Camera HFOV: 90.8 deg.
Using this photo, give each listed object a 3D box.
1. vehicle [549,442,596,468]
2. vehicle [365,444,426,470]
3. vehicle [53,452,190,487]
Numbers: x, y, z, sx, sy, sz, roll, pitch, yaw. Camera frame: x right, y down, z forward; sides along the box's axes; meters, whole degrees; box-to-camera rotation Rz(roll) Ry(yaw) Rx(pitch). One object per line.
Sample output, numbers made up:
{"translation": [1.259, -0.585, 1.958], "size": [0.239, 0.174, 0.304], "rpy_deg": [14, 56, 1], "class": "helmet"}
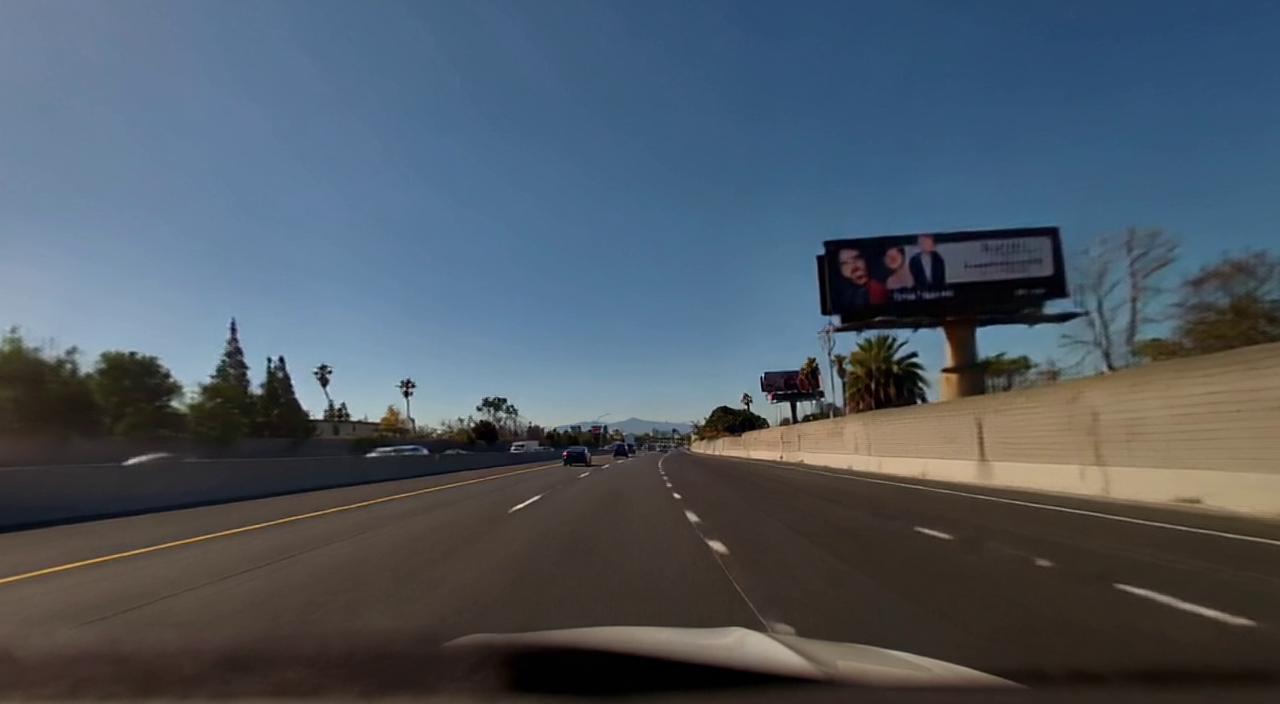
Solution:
{"translation": [-3.959, 6.111, 37.660], "size": [2.078, 1.457, 4.648], "rpy_deg": [0, -8, 3], "class": "vehicle"}
{"translation": [-14.552, 6.274, 37.860], "size": [1.927, 1.463, 3.932], "rpy_deg": [0, -8, 3], "class": "vehicle"}
{"translation": [-21.889, 4.946, 26.957], "size": [1.880, 1.321, 4.644], "rpy_deg": [0, -8, 1], "class": "vehicle"}
